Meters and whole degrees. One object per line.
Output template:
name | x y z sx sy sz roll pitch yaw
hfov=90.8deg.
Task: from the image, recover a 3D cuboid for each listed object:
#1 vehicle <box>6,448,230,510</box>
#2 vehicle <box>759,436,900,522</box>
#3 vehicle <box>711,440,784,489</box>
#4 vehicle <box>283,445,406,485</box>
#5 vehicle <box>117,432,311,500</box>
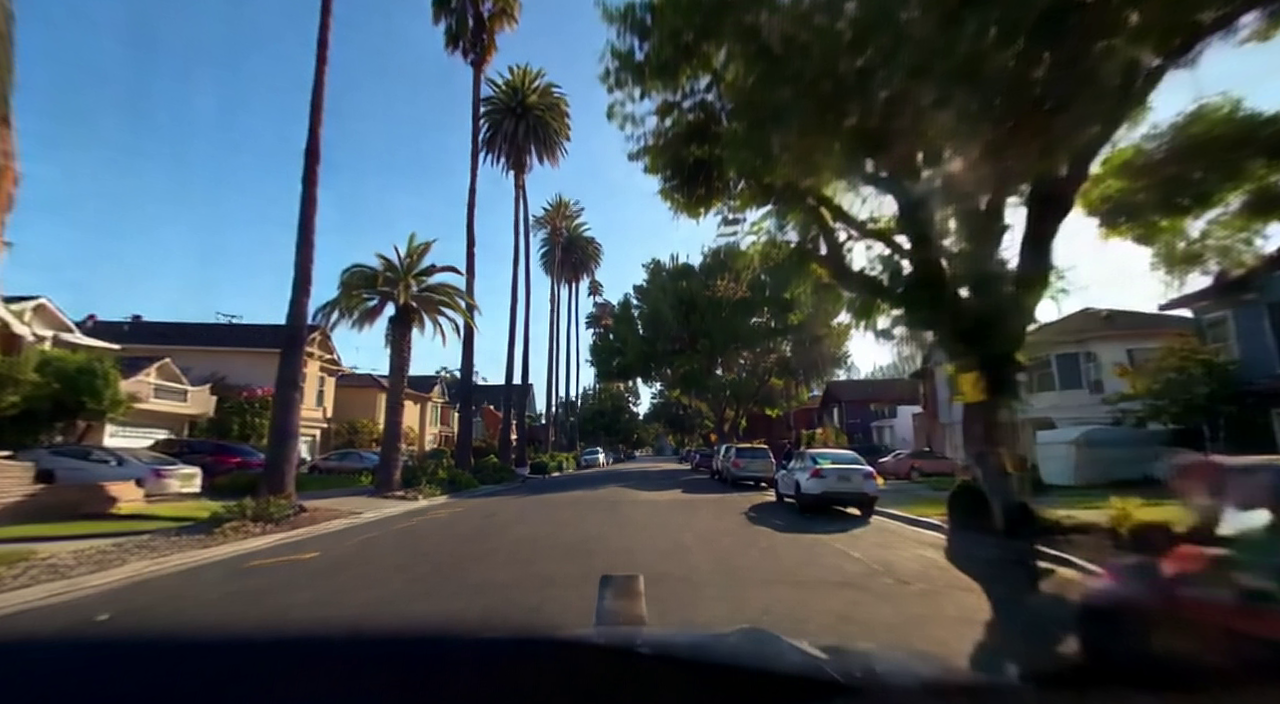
vehicle | -13.457 3.262 16.474 4.250 1.469 1.817 0 -9 3
vehicle | 4.340 2.968 15.417 1.971 1.663 5.076 2 -9 1
vehicle | 4.218 4.524 25.715 2.166 1.766 5.186 0 -9 1
vehicle | -13.059 5.014 28.124 4.448 1.679 1.972 0 -9 2
vehicle | -13.309 3.564 19.983 4.576 1.977 2.153 0 -9 3
